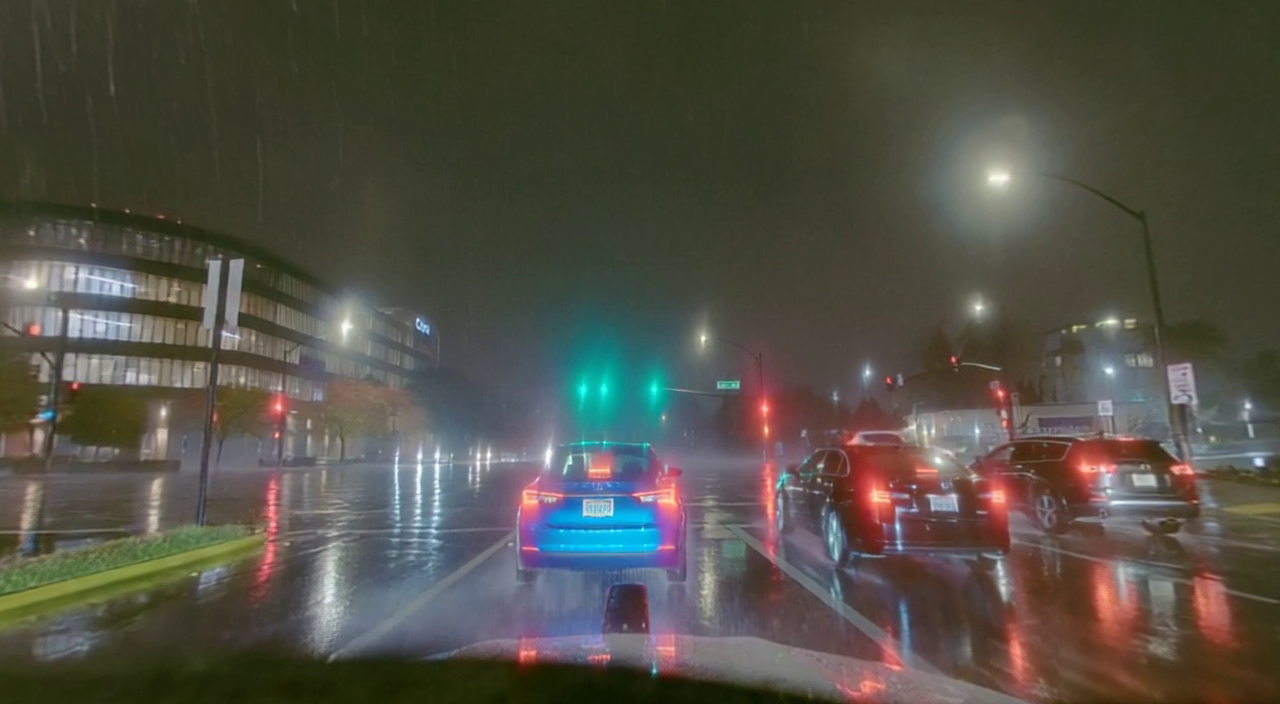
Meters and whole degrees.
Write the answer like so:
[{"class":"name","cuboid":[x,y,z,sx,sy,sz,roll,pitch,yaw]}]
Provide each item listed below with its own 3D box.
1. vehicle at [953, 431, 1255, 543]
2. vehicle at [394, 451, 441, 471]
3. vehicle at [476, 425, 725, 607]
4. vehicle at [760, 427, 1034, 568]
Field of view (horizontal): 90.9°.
[{"class":"vehicle","cuboid":[7.434,2.167,10.796,1.908,1.517,4.182,0,-8,-1]},{"class":"vehicle","cuboid":[-17.139,8.383,48.688,2.048,1.463,4.530,0,-8,-1]},{"class":"vehicle","cuboid":[-0.376,1.655,7.294,2.059,1.477,3.988,0,-8,-1]},{"class":"vehicle","cuboid":[3.206,1.890,8.977,2.042,1.508,4.109,0,-8,-2]}]
